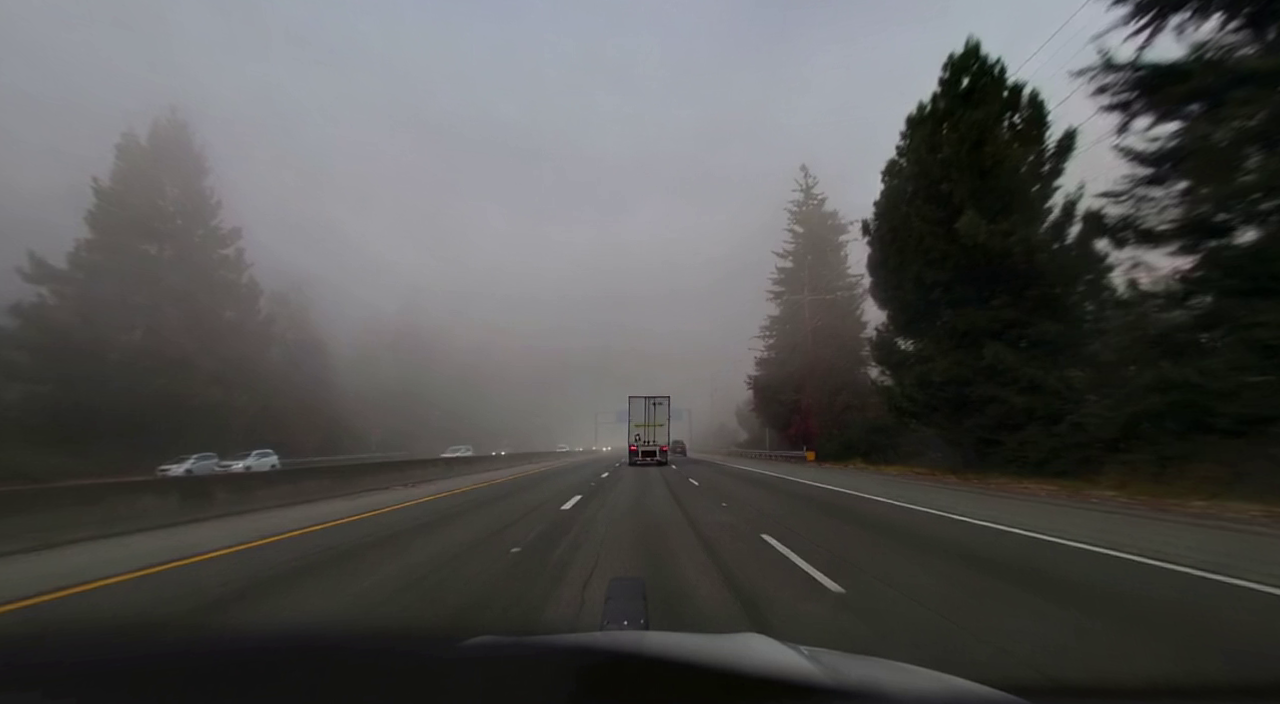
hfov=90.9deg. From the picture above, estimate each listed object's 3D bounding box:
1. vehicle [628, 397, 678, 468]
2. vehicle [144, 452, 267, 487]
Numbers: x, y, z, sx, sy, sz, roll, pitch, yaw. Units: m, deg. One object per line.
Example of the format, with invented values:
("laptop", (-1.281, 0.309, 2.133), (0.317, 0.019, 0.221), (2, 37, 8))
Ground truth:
("vehicle", (0.694, 5.528, 42.590), (2.919, 4.101, 11.541), (0, -8, -1))
("vehicle", (-24.470, 6.622, 35.801), (3.863, 1.764, 4.317), (0, -8, -1))
